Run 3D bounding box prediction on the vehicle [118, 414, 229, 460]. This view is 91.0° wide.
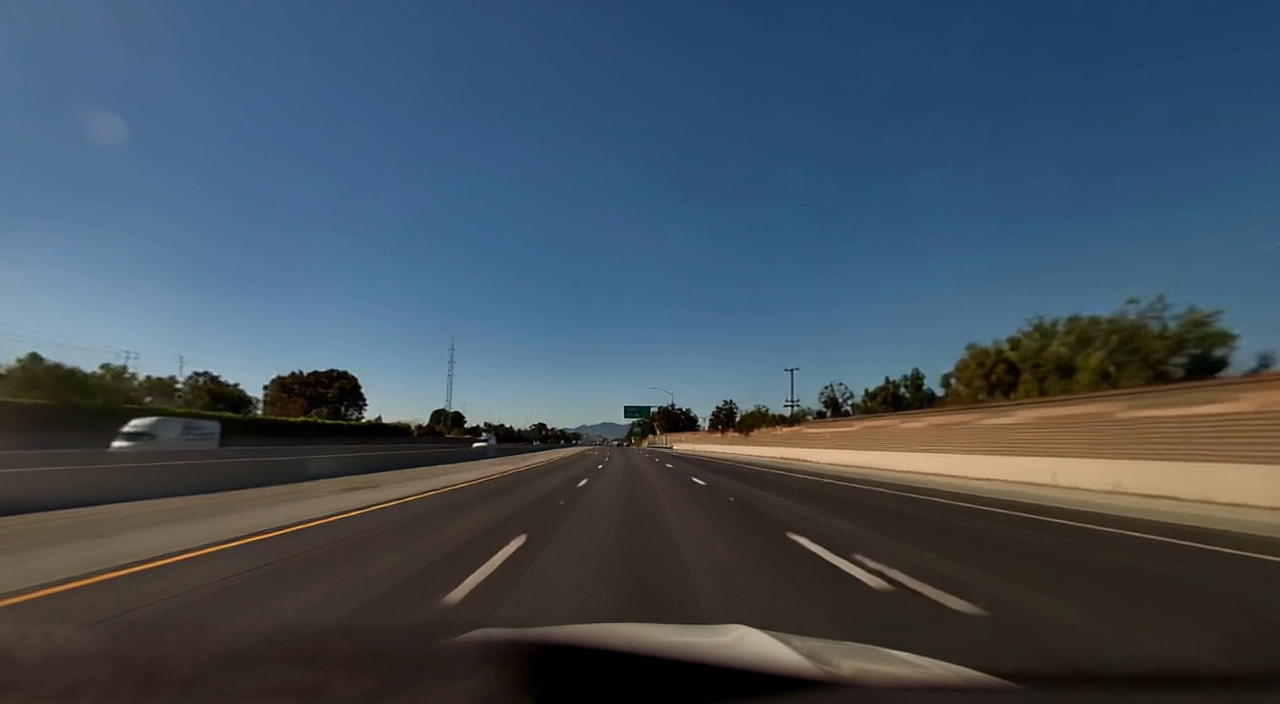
[{"bbox_3d":[-33.455,6.156,45.552,2.567,3.002,6.986,-1,-8,1],"label":"vehicle"}]
